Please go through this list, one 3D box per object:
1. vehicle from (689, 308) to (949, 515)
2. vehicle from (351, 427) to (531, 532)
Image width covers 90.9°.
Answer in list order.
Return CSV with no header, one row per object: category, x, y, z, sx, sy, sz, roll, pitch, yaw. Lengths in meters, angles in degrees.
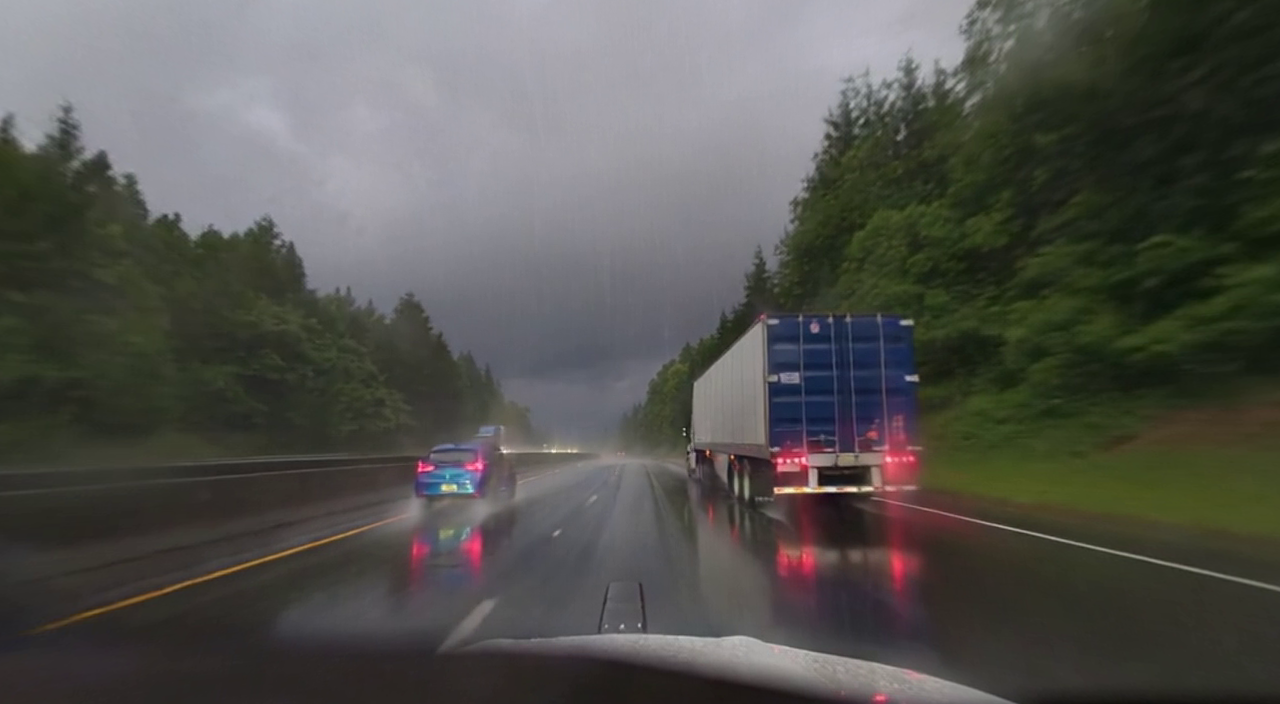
vehicle,4.262,2.514,21.581,3.532,4.201,17.611,0,-9,-1
vehicle,-3.579,2.388,12.350,2.115,1.670,4.261,0,-9,0
